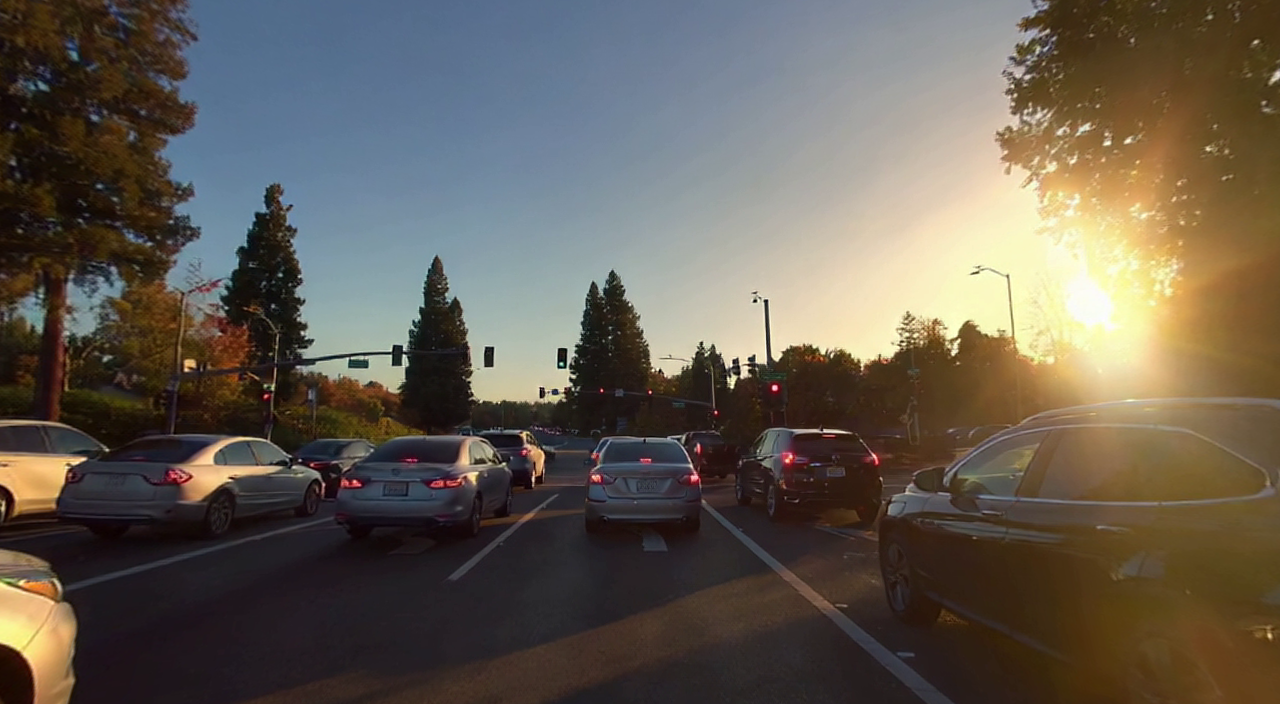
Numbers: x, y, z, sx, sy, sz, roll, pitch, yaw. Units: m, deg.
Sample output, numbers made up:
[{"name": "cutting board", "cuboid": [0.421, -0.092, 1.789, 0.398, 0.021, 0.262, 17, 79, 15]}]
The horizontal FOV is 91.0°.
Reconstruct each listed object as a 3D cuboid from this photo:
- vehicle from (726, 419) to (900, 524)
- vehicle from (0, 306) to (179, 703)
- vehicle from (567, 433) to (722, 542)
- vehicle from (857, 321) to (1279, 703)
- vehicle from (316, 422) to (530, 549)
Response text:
[{"name": "vehicle", "cuboid": [3.075, 2.228, 12.248, 2.106, 1.667, 4.101, 0, -8, -1]}, {"name": "vehicle", "cuboid": [-3.207, 0.496, 0.605, 2.079, 1.756, 4.676, 0, -8, -2]}, {"name": "vehicle", "cuboid": [-0.006, 2.101, 10.420, 2.076, 1.438, 3.770, 0, -8, -2]}, {"name": "vehicle", "cuboid": [3.147, 0.987, 3.746, 2.074, 1.685, 4.387, 0, -8, -1]}, {"name": "vehicle", "cuboid": [-3.068, 1.973, 10.014, 1.896, 1.546, 4.378, 0, -8, -1]}]
